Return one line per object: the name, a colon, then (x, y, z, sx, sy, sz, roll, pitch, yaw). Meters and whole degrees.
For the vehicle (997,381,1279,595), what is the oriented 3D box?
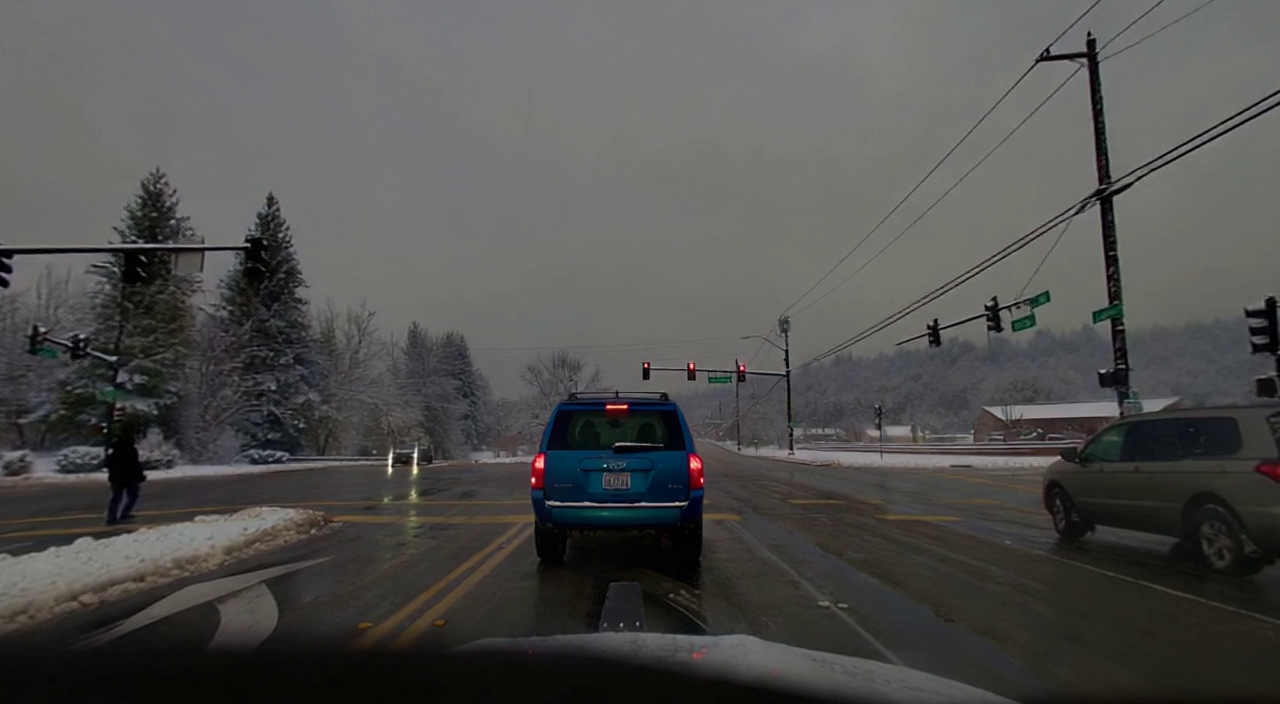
vehicle: (6.581, 1.439, 7.243, 2.119, 1.827, 4.806, 0, -9, 0)

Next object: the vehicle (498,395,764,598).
vehicle: (-0.109, 1.562, 7.641, 2.285, 1.729, 4.252, 0, -9, -1)
